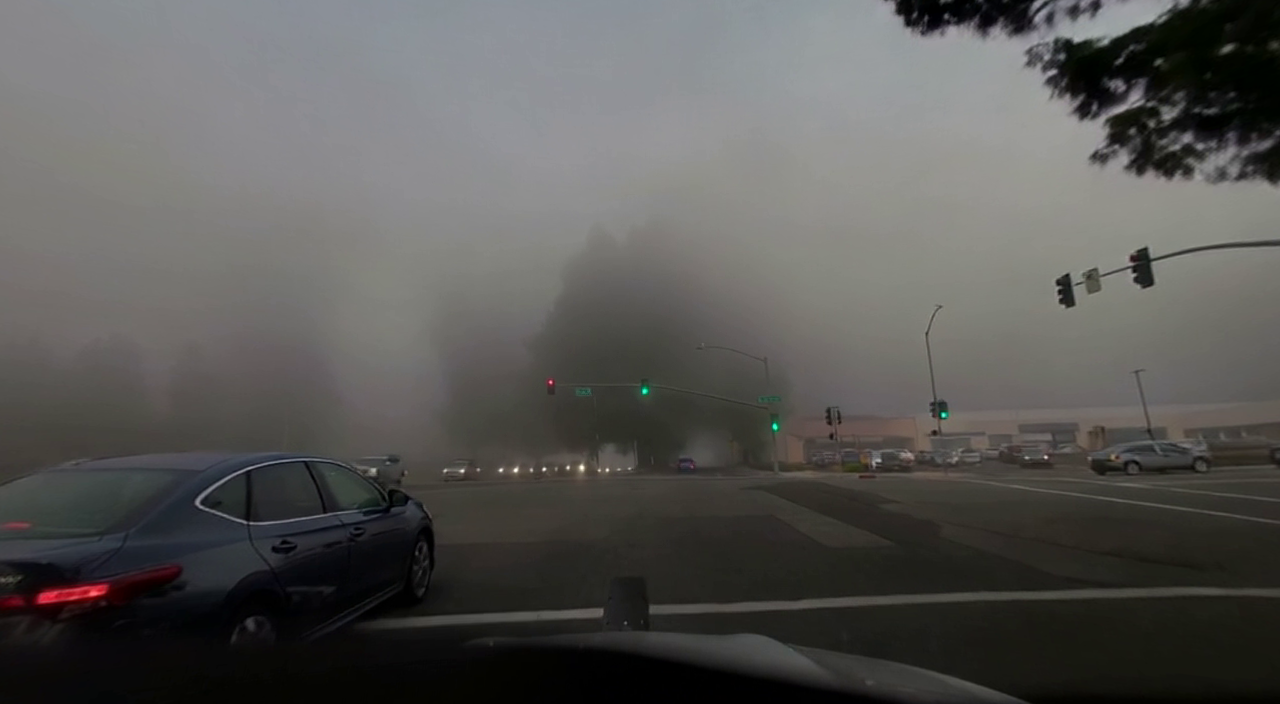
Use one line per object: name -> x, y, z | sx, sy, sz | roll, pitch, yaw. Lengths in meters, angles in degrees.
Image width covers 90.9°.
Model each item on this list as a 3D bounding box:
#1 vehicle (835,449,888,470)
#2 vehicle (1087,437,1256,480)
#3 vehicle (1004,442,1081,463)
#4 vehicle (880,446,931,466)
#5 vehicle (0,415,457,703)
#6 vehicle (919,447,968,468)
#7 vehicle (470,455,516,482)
vehicle -> 17.499, 8.399, 49.577 | 2.060, 1.445, 4.712 | -9, -11, 43
vehicle -> 19.617, 3.920, 23.394 | 4.552, 1.492, 2.002 | 1, -9, -5
vehicle -> 30.862, 7.689, 48.396 | 4.678, 1.558, 1.883 | 0, -9, -4
vehicle -> 19.900, 7.766, 47.113 | 1.945, 1.434, 4.293 | -9, -12, 44
vehicle -> -2.856, 1.242, 3.867 | 1.924, 1.482, 4.734 | 0, -9, 1
vehicle -> 21.936, 7.607, 45.459 | 1.930, 1.410, 4.313 | -8, -12, 42
vehicle -> -10.192, 8.088, 44.042 | 1.905, 1.724, 4.449 | -1, -9, 4
